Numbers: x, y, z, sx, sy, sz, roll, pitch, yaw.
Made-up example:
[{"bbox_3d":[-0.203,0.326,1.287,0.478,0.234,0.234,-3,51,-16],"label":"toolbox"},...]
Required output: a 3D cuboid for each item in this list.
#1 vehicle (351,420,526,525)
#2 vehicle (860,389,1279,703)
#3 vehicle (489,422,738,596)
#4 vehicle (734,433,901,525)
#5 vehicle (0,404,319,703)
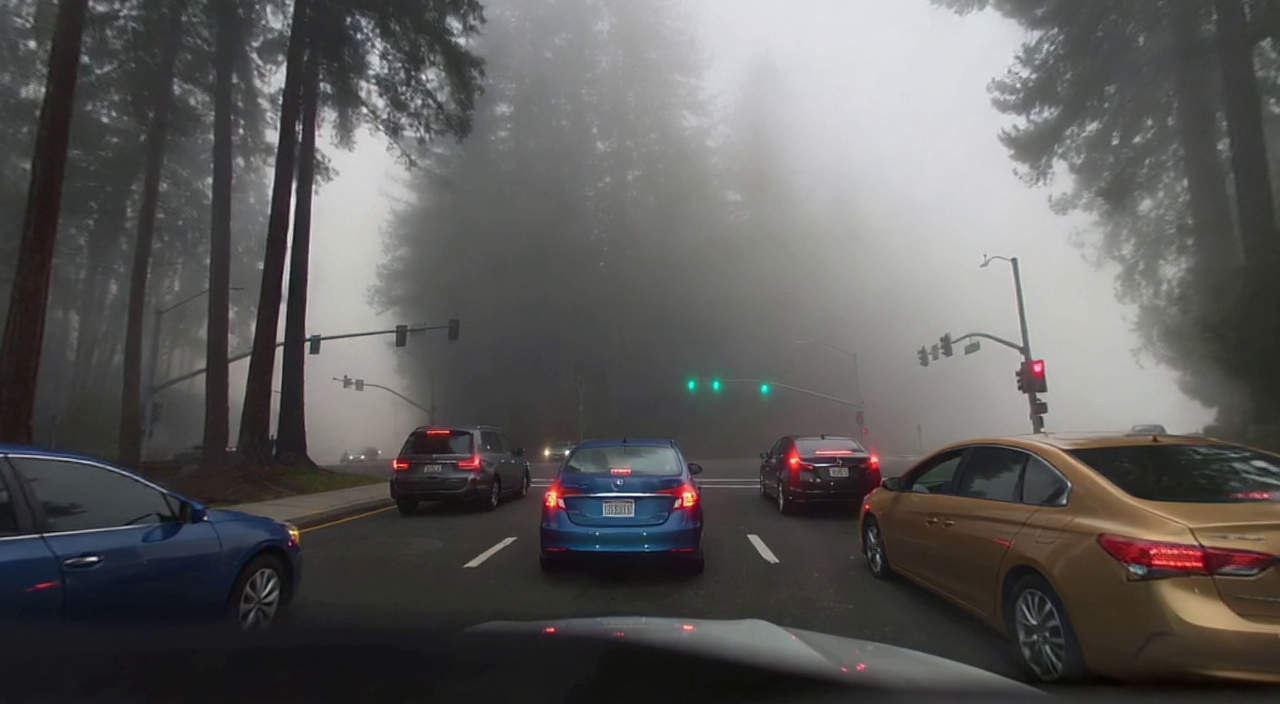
[{"bbox_3d":[-3.731,2.315,12.616,1.961,1.714,4.268,0,-8,2],"label":"vehicle"},{"bbox_3d":[3.134,1.151,4.055,1.903,1.480,4.270,0,-8,0],"label":"vehicle"},{"bbox_3d":[-0.264,1.644,7.429,2.147,1.479,3.803,0,-8,-1],"label":"vehicle"},{"bbox_3d":[3.180,2.337,12.327,1.975,1.460,4.357,0,-8,0],"label":"vehicle"},{"bbox_3d":[-3.645,1.023,3.003,1.935,1.482,4.433,0,-8,-1],"label":"vehicle"}]
